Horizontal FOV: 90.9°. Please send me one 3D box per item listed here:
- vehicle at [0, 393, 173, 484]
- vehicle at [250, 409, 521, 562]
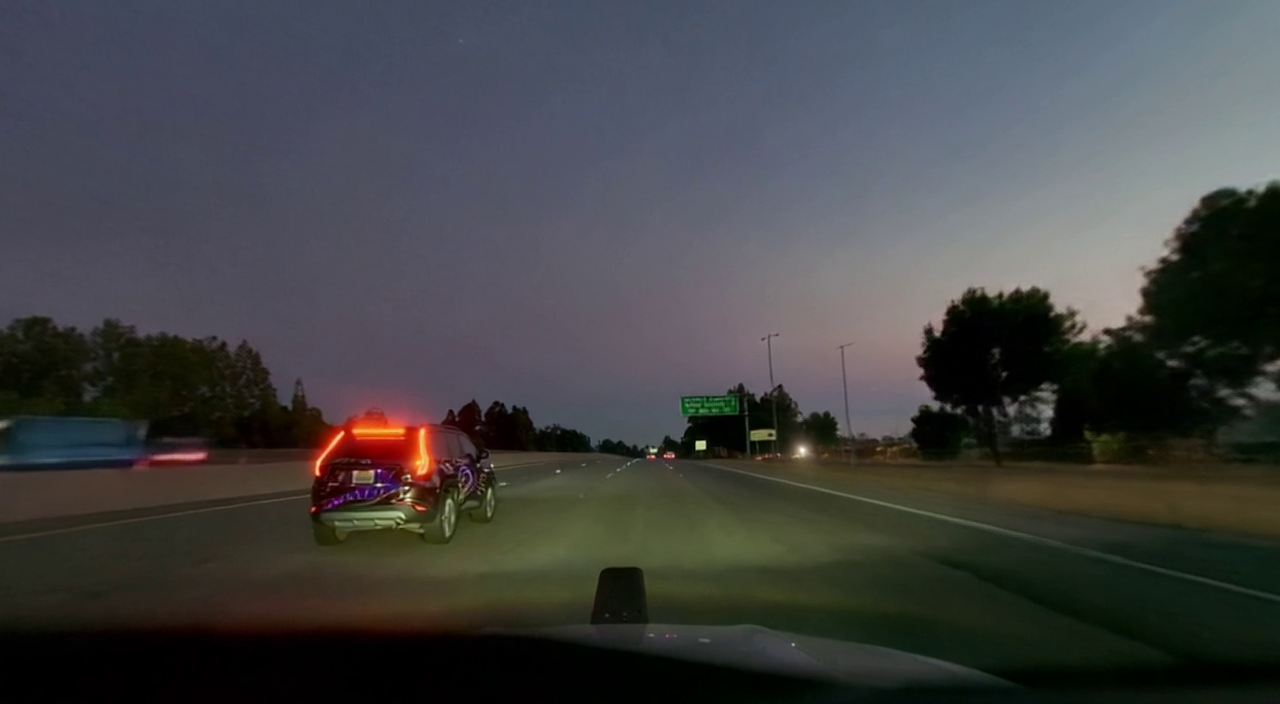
[{"bbox_3d":[-28.645,4.269,30.878,2.942,3.811,11.015,0,-8,1],"label":"vehicle"},{"bbox_3d":[-3.502,1.942,9.970,2.183,1.803,4.685,0,-8,2],"label":"vehicle"}]
